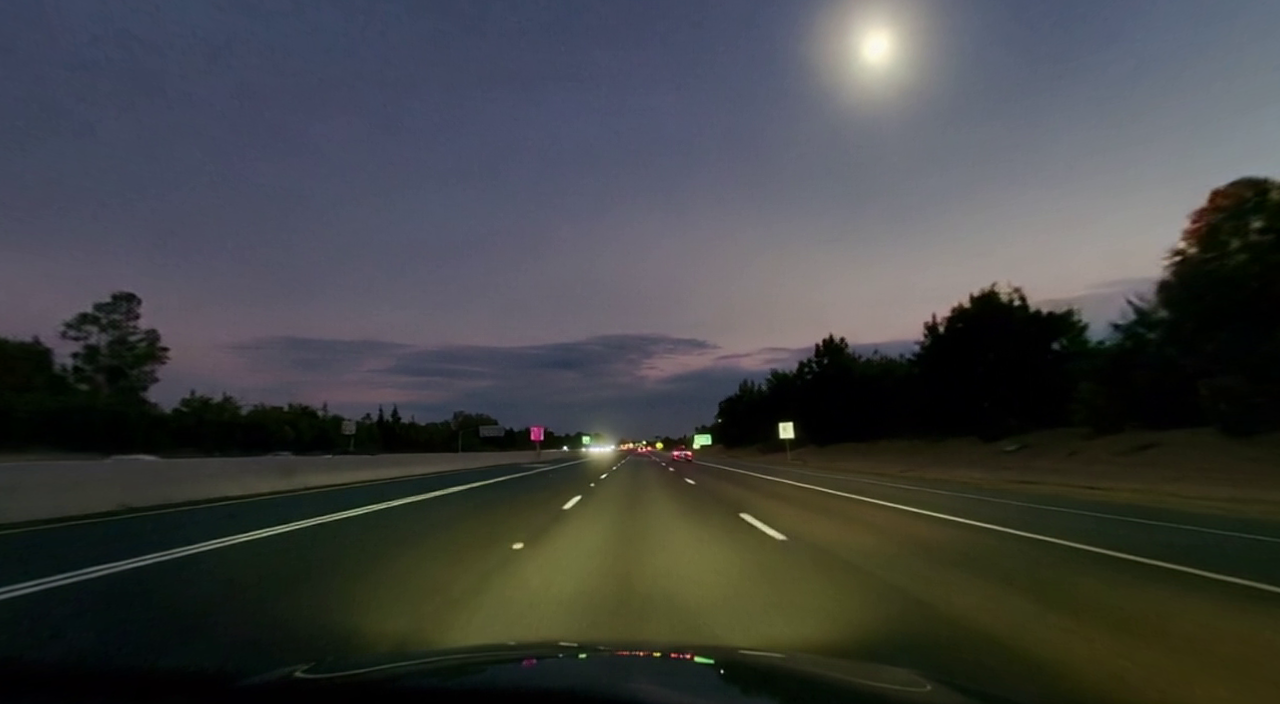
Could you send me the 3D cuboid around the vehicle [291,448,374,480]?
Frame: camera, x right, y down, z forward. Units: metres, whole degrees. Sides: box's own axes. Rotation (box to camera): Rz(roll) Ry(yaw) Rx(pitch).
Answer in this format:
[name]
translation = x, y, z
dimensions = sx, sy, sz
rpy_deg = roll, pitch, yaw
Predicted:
[vehicle]
translation = -15.588, 5.675, 32.259
dimensions = 1.903, 1.486, 4.666
rpy_deg = 0, -9, 0
